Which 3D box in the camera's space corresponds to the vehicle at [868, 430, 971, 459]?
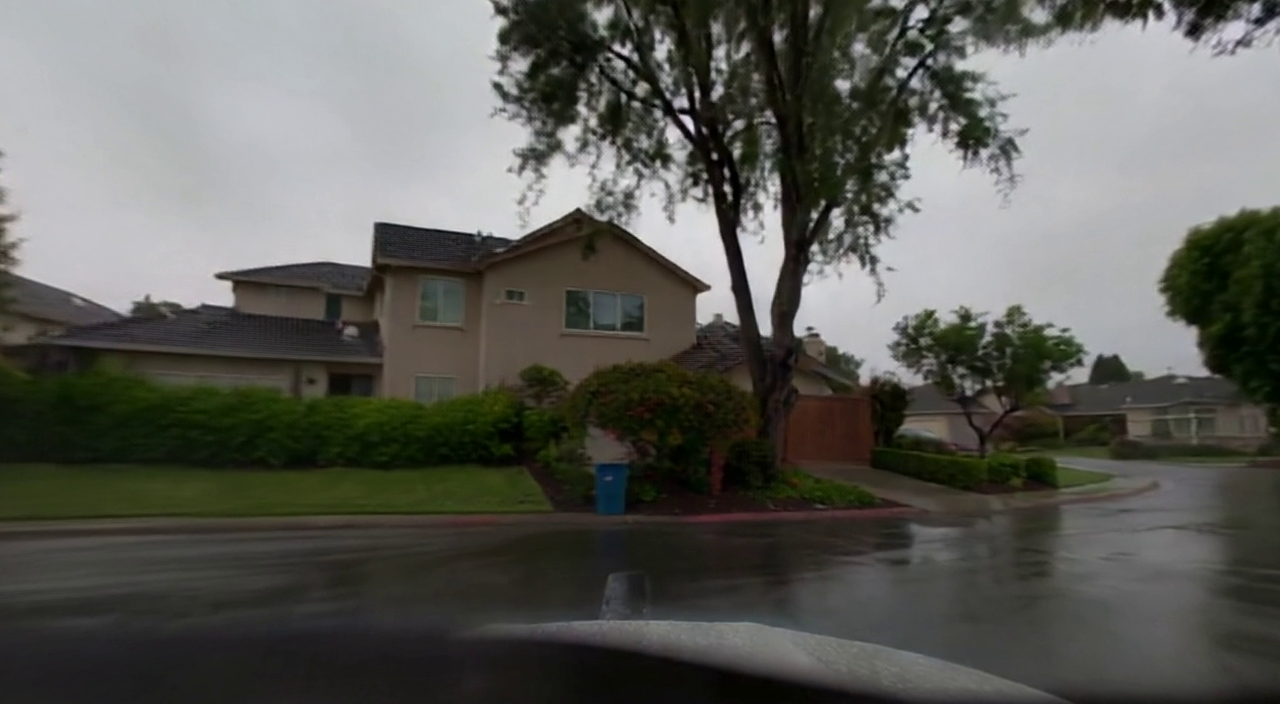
[{"bbox_3d":[15.363,5.117,34.716,5.089,1.517,1.791,2,-9,-15],"label":"vehicle"}]
